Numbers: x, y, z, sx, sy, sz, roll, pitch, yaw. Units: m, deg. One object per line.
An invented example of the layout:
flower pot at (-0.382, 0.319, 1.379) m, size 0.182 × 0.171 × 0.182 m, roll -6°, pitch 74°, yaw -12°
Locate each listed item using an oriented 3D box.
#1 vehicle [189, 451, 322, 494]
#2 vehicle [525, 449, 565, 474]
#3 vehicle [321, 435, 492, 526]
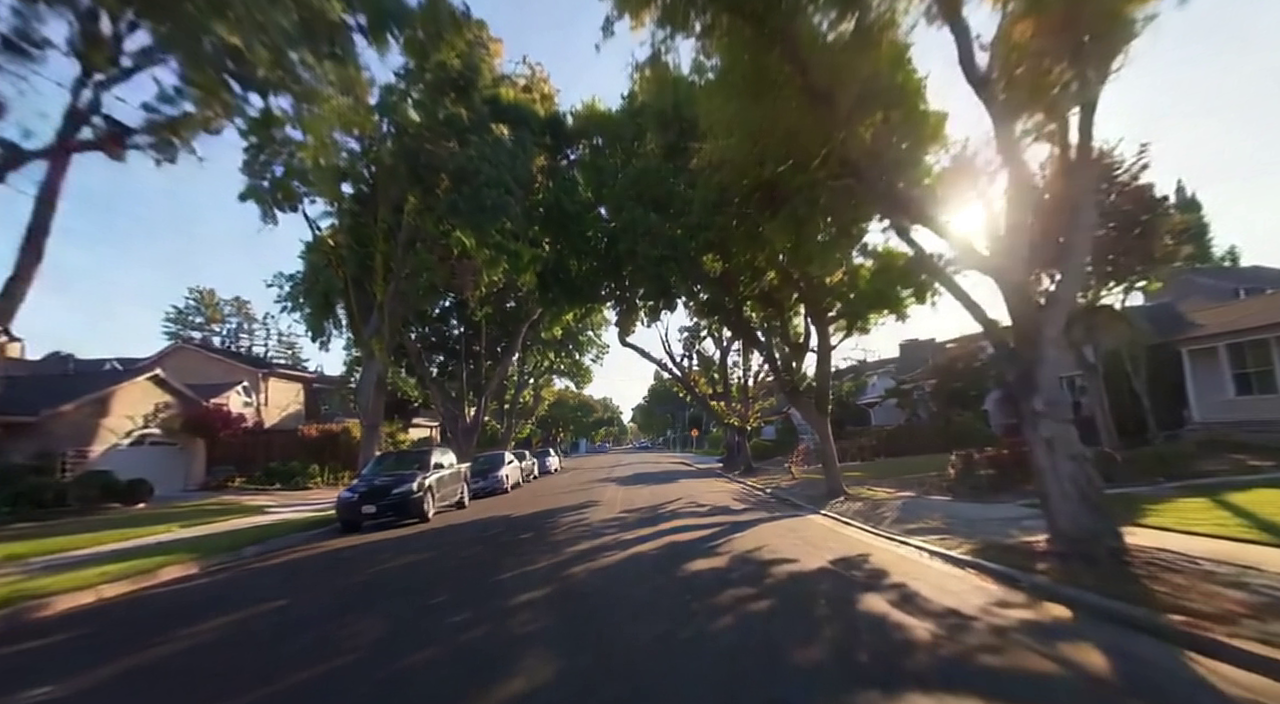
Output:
vehicle at (-16.886, 5.293, 27.944) m, size 4.546 × 1.791 × 1.992 m, roll 0°, pitch -8°, yaw -2°
vehicle at (-5.994, 6.949, 40.277) m, size 1.901 × 1.468 × 4.212 m, roll 0°, pitch -8°, yaw 0°
vehicle at (-5.605, 3.135, 16.226) m, size 2.341 × 1.886 × 5.684 m, roll 0°, pitch -8°, yaw -1°
